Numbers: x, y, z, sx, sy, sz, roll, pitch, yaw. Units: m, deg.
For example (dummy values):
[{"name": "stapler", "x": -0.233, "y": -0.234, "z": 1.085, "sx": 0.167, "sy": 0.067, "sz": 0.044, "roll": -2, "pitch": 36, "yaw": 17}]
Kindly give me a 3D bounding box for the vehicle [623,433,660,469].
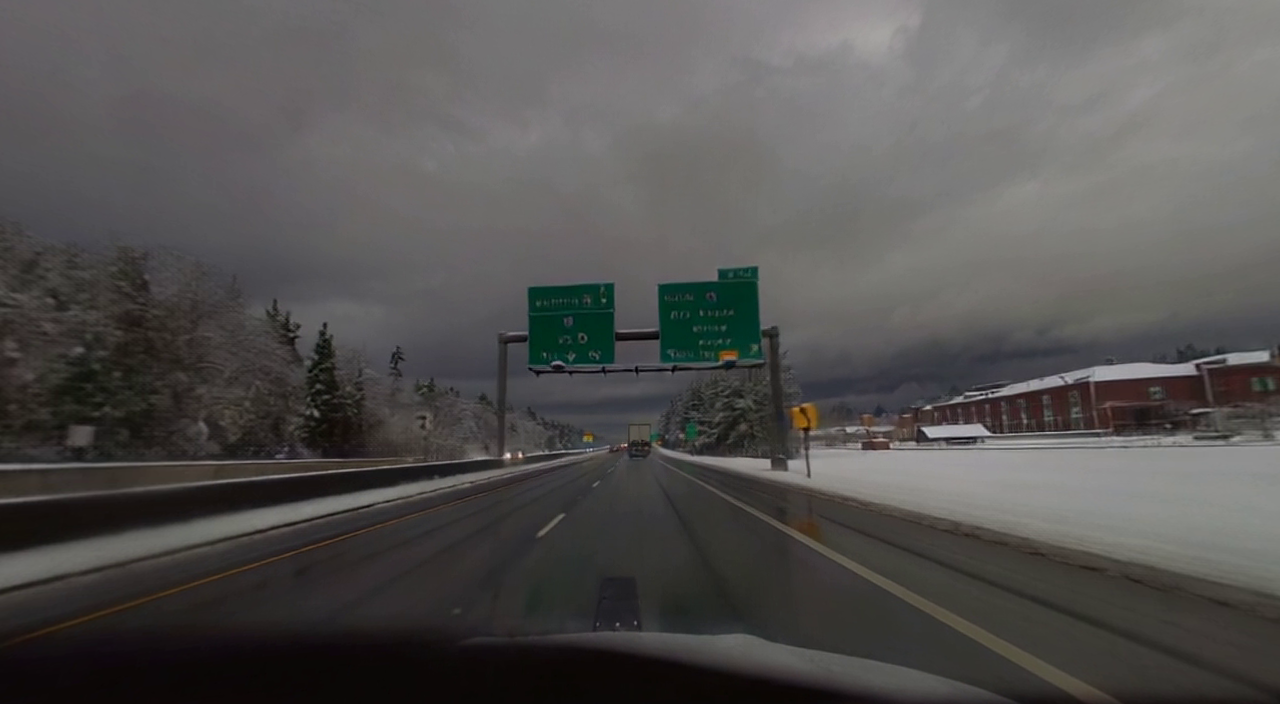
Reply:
[{"name": "vehicle", "x": 0.138, "y": 6.458, "z": 40.943, "sx": 2.268, "sy": 2.122, "sz": 4.595, "roll": -1, "pitch": -9, "yaw": 1}]
